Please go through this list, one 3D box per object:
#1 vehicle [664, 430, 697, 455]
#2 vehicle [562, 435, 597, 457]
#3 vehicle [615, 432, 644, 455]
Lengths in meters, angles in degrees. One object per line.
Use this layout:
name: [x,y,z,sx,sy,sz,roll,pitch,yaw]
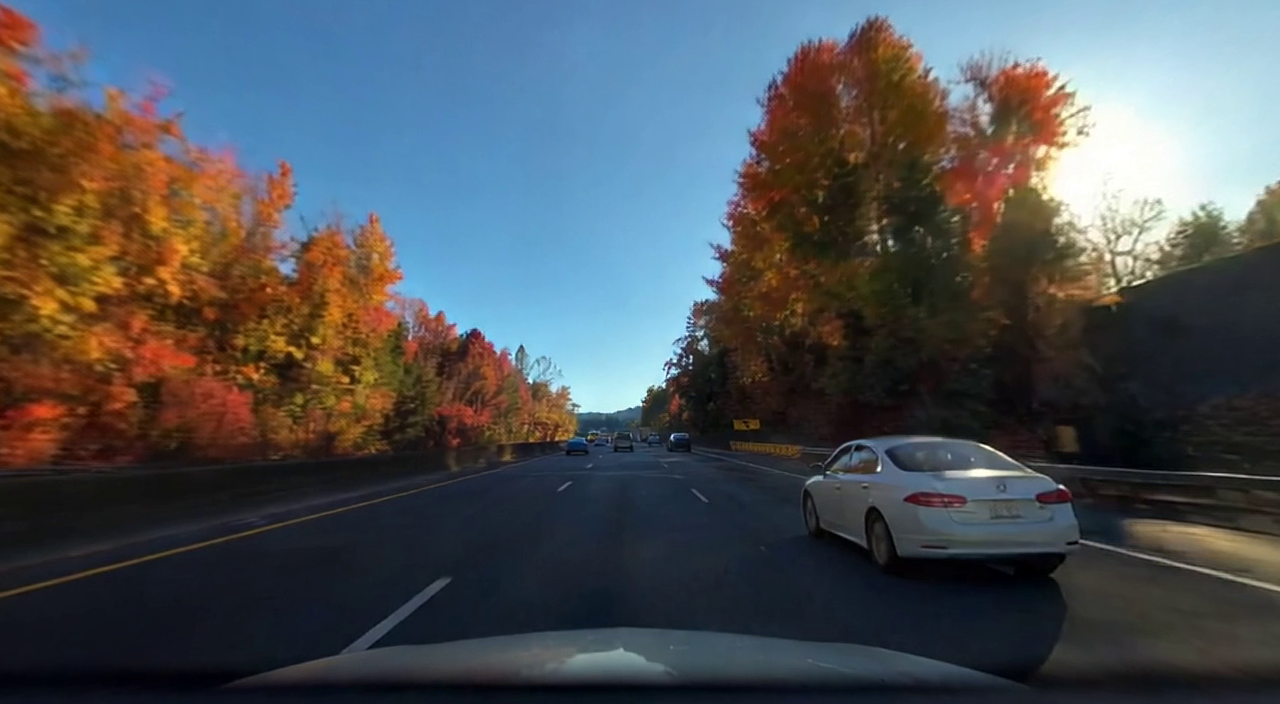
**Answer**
vehicle: [3.066,6.923,48.228,2.055,1.786,4.157,0,-8,-2]
vehicle: [-4.267,6.668,44.773,2.103,1.507,4.367,0,-8,0]
vehicle: [-0.803,7.184,49.275,2.157,1.688,4.480,0,-8,0]
